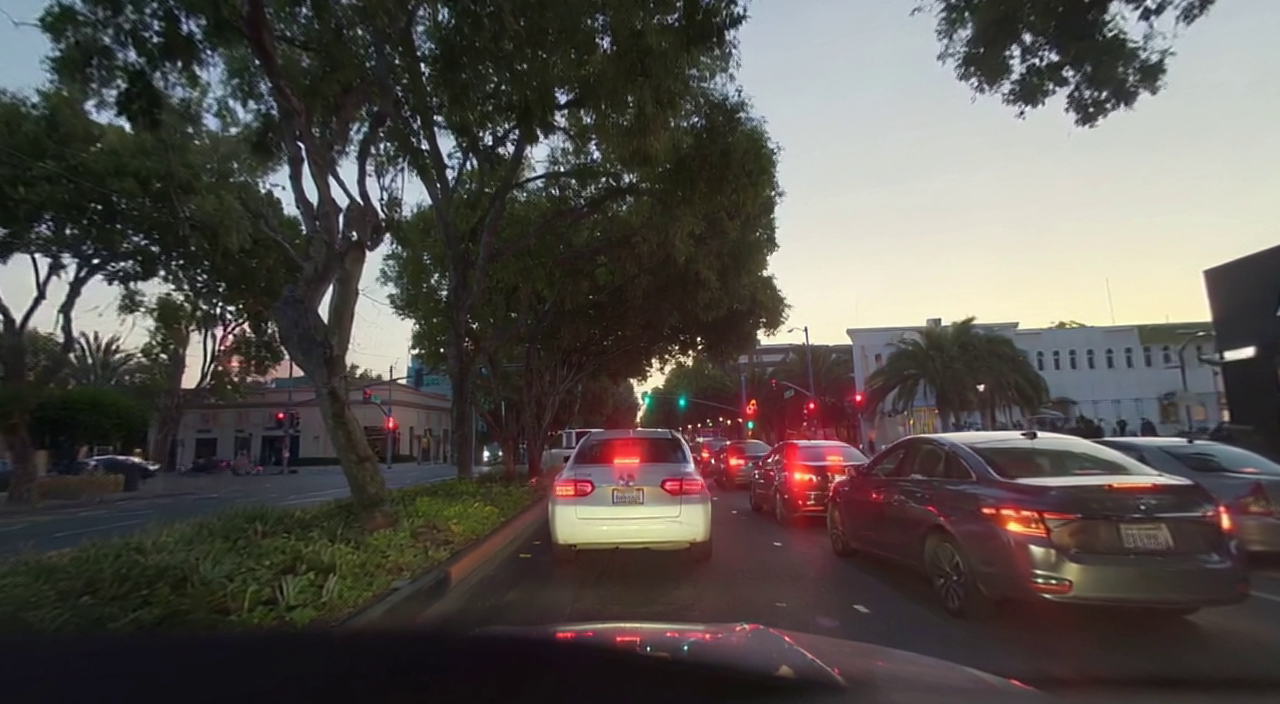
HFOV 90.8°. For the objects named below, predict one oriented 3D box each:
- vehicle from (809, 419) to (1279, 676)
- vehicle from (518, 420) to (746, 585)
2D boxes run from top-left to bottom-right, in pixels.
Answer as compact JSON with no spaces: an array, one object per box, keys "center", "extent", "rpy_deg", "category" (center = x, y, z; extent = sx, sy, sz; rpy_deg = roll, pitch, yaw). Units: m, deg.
[{"center":[3.219,1.468,5.974],"extent":[1.912,1.454,4.537],"rpy_deg":[0,-9,-1],"category":"vehicle"},{"center":[-0.111,1.703,7.948],"extent":[2.118,1.512,4.013],"rpy_deg":[0,-9,-1],"category":"vehicle"}]
